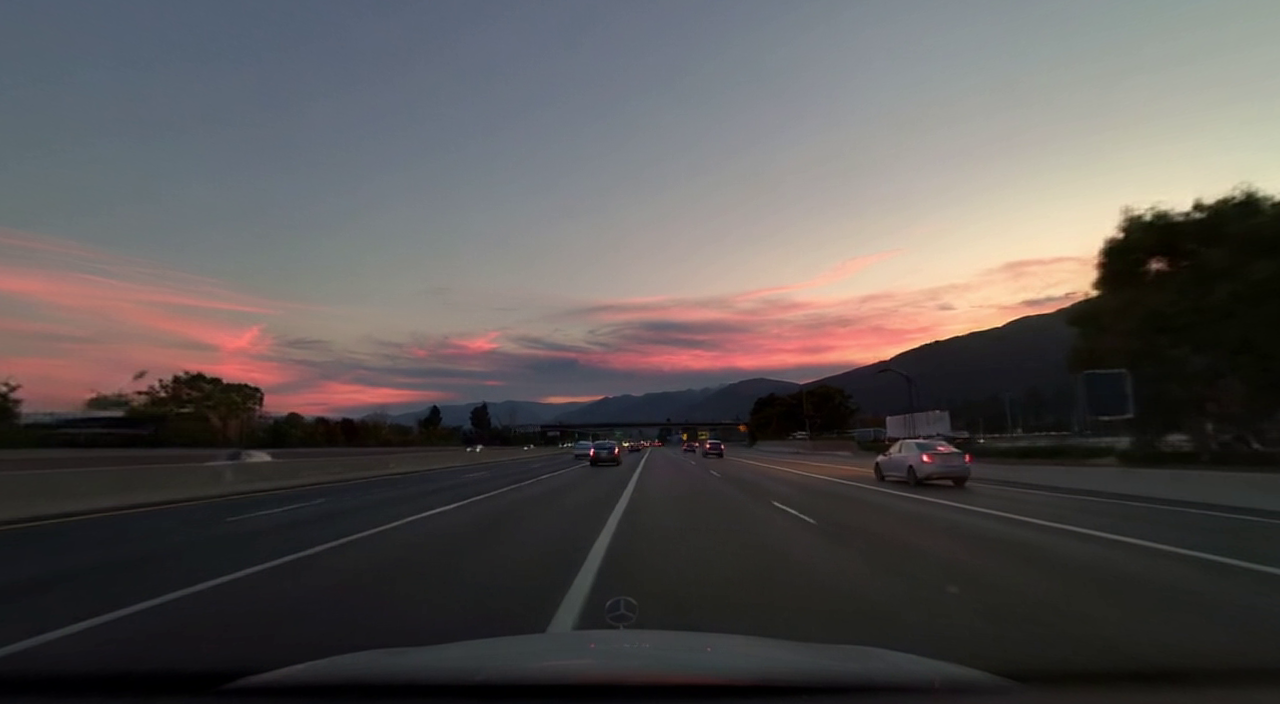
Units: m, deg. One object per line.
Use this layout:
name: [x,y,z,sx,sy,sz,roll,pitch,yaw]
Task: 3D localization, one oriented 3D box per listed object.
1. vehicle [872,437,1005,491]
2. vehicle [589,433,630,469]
vehicle: [8.888,3.366,19.326,1.900,1.432,4.519,0,-8,0]
vehicle: [-1.625,5.494,35.185,1.893,1.827,4.513,0,-8,2]
